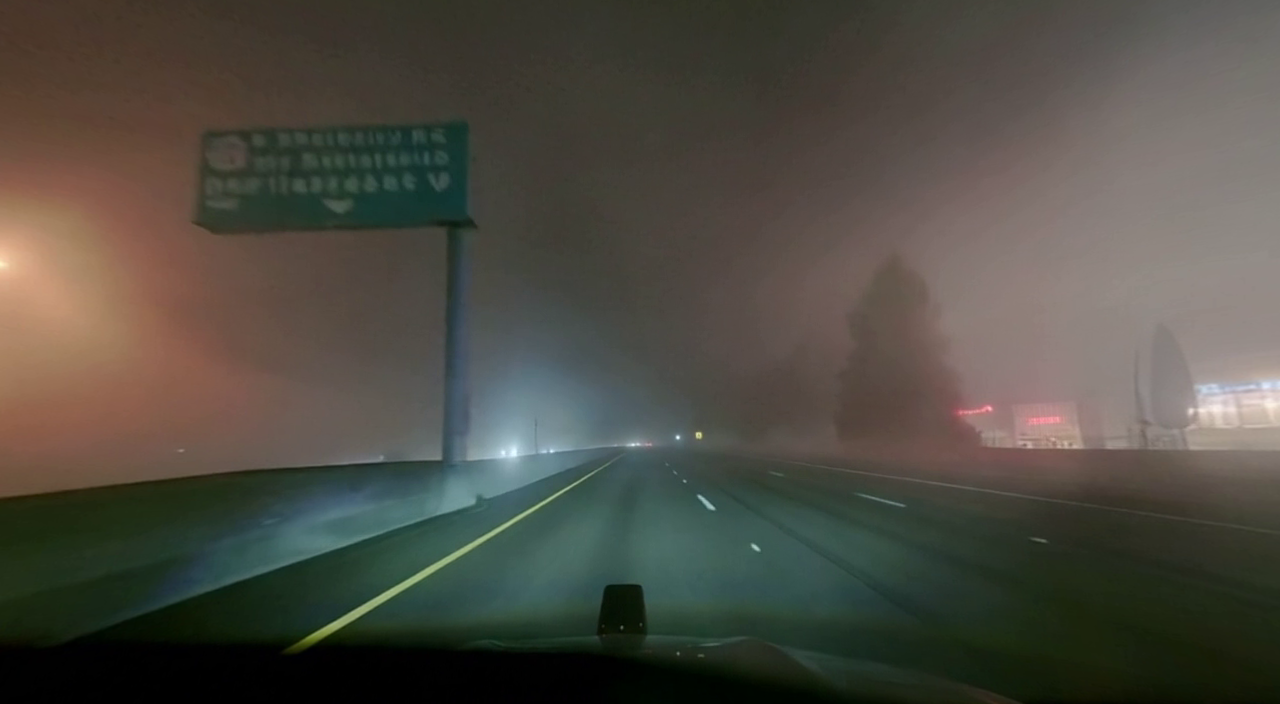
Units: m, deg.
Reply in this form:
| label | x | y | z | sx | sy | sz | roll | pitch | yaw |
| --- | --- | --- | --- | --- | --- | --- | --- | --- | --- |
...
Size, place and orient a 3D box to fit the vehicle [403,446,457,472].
| label | x | y | z | sx | sy | sz | roll | pitch | yaw |
| --- | --- | --- | --- | --- | --- | --- | --- | --- | --- |
| vehicle | -14.641 | 7.448 | 44.308 | 2.038 | 1.700 | 4.840 | 0 | -8 | 1 |
